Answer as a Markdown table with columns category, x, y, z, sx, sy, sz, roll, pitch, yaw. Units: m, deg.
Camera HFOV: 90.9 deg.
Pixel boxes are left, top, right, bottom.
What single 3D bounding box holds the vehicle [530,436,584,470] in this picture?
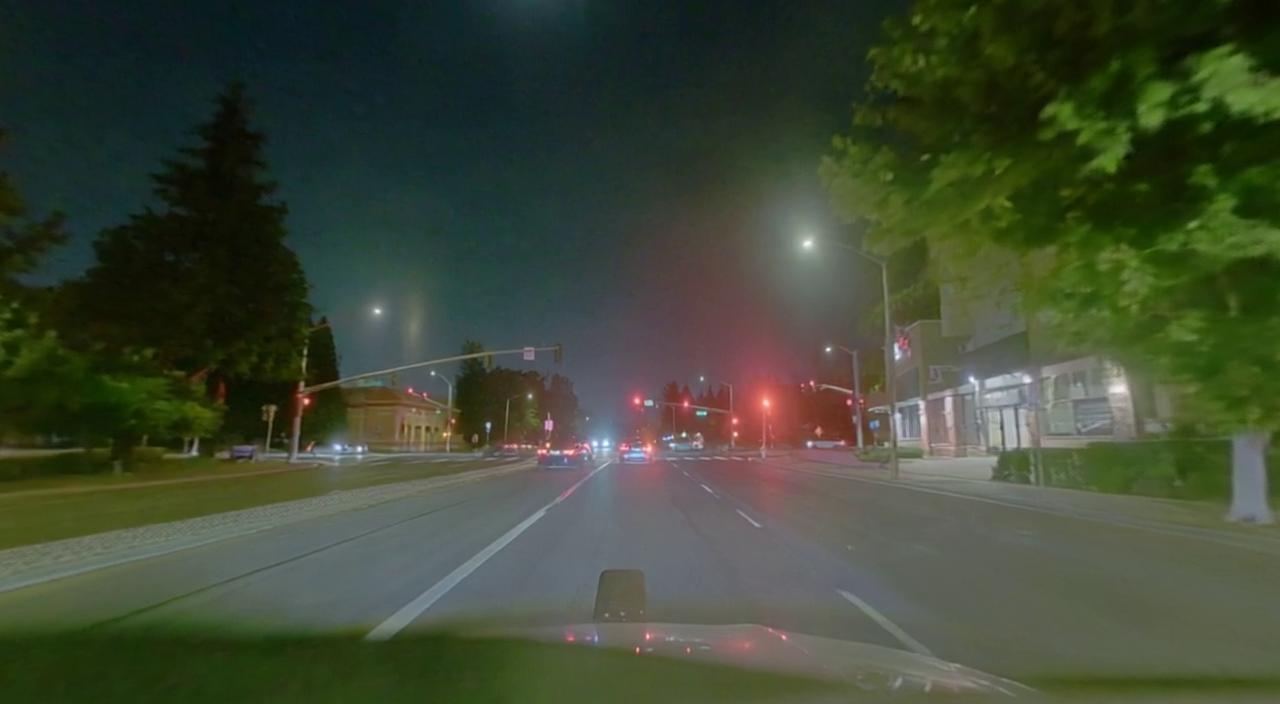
| category | x | y | z | sx | sy | sz | roll | pitch | yaw |
| --- | --- | --- | --- | --- | --- | --- | --- | --- | --- |
| vehicle | -3.874 | 4.800 | 30.205 | 1.942 | 1.497 | 4.561 | 0 | -8 | 0 |

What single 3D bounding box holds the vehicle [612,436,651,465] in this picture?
| category | x | y | z | sx | sy | sz | roll | pitch | yaw |
| --- | --- | --- | --- | --- | --- | --- | --- | --- | --- |
| vehicle | -0.472 | 5.465 | 35.012 | 2.066 | 1.482 | 3.923 | 0 | -8 | -1 |
